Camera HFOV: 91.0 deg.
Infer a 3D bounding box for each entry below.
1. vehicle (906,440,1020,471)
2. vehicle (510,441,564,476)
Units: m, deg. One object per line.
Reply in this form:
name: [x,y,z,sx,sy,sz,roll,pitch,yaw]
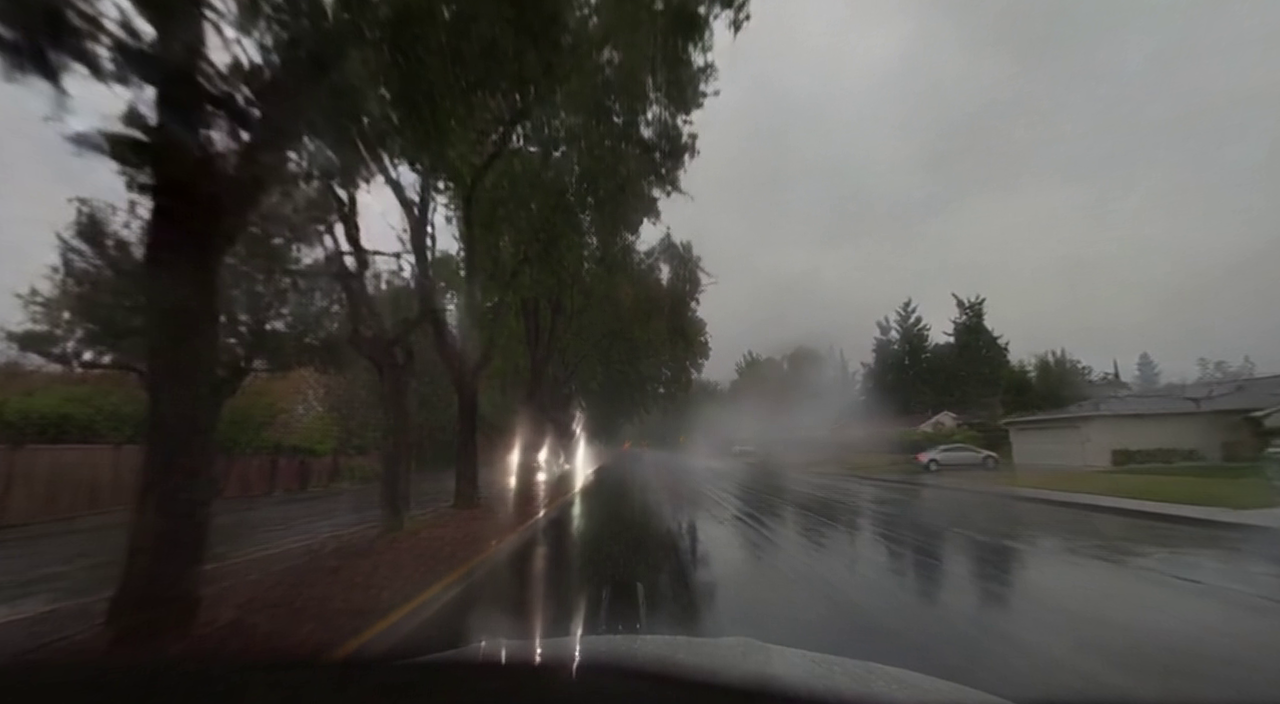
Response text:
vehicle: [15.600,5.007,30.557,4.500,1.390,1.864,0,-8,-2]
vehicle: [-5.750,5.988,35.800,2.071,1.823,4.799,0,-9,2]
